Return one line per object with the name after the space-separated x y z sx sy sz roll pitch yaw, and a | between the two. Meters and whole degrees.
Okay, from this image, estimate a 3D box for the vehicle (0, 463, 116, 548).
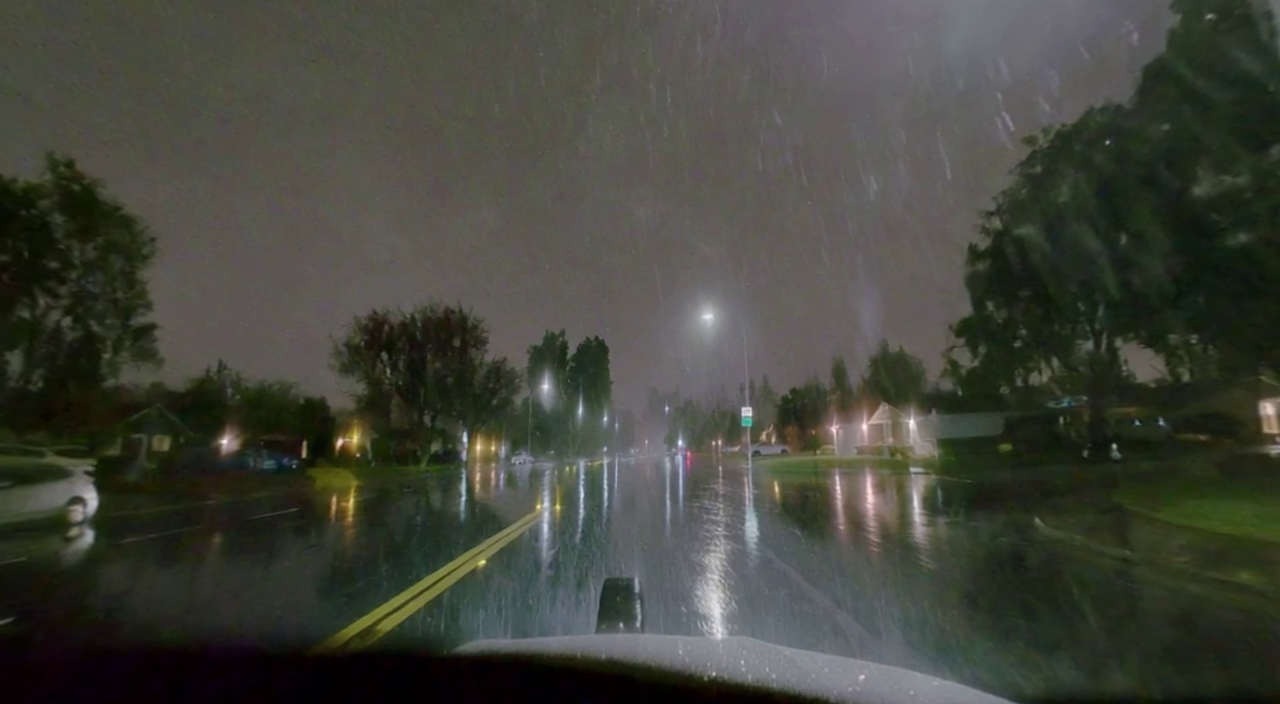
-12.906 2.929 11.947 1.992 1.534 4.802 -2 -9 -2 | vehicle

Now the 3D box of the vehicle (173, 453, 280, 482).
-22.993 6.414 35.262 4.486 1.509 2.189 -1 -9 1 | vehicle

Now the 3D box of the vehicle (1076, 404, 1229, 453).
26.379 3.995 32.744 5.595 2.365 2.241 -1 -9 6 | vehicle
